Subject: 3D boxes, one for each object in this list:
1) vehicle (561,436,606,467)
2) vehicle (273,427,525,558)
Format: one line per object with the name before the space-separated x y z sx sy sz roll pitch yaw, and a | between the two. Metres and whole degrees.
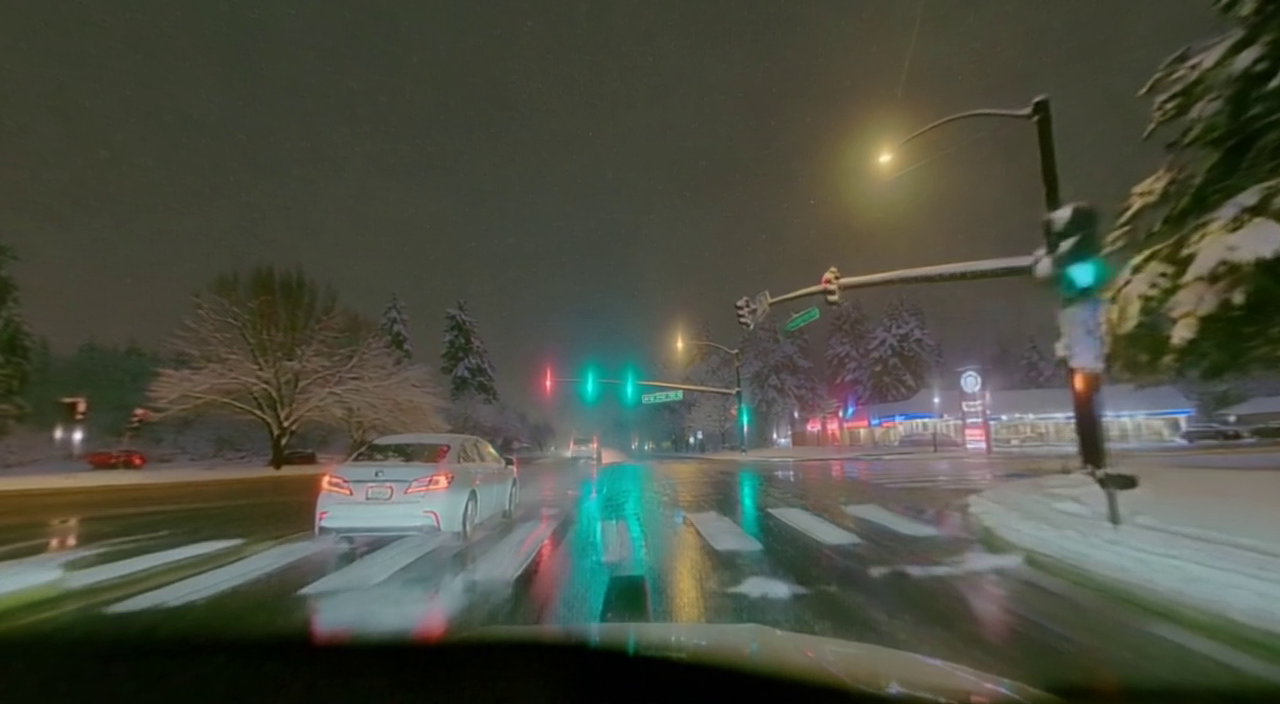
vehicle | -3.166 5.696 36.177 2.109 1.692 4.220 0 -8 1
vehicle | -3.155 1.933 9.447 2.018 1.477 4.401 0 -8 0
